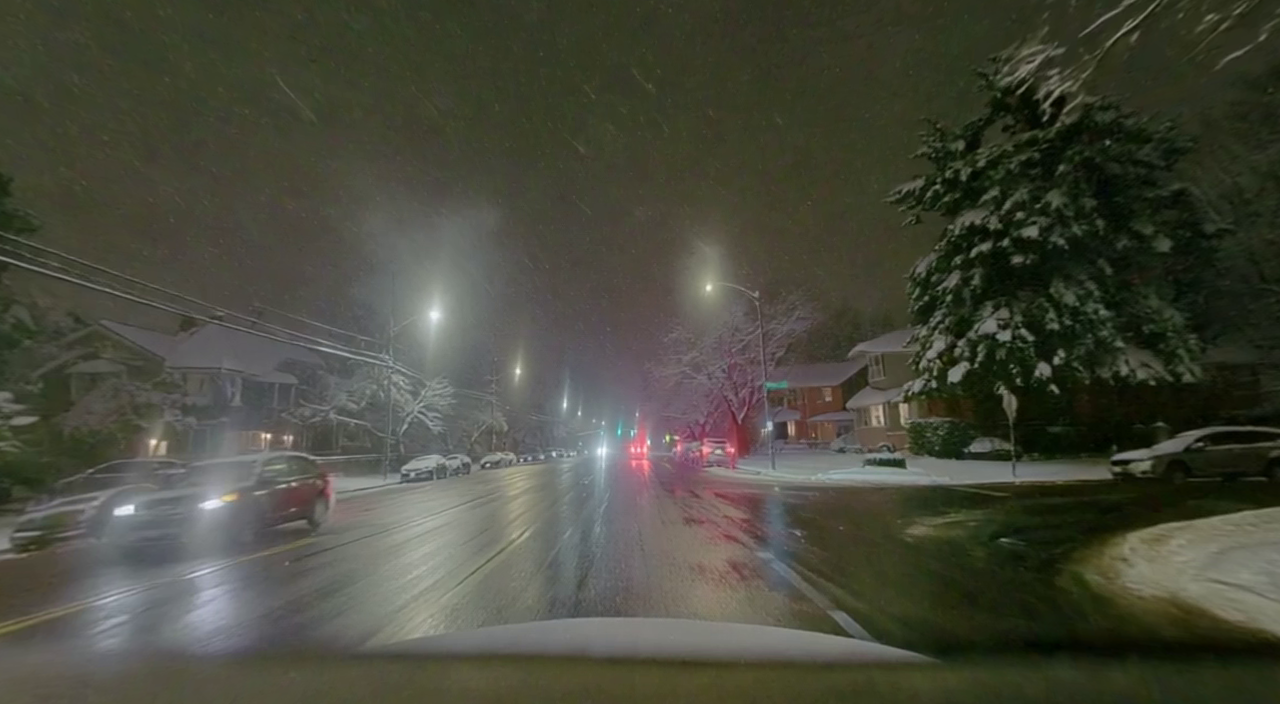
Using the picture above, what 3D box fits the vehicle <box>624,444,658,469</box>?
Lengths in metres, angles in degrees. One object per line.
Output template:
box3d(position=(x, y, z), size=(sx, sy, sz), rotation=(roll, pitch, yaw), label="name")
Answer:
box3d(position=(0.017, 6.435, 39.044), size=(2.022, 1.471, 3.973), rotation=(0, -9, -1), label="vehicle")

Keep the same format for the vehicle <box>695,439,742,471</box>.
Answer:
box3d(position=(4.650, 6.177, 38.124), size=(2.022, 1.799, 5.105), rotation=(0, -9, -2), label="vehicle")

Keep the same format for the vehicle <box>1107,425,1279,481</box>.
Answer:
box3d(position=(18.738, 3.330, 20.962), size=(4.755, 1.733, 2.029), rotation=(0, -9, 1), label="vehicle")

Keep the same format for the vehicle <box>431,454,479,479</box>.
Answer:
box3d(position=(-12.879, 7.983, 44.295), size=(1.880, 1.523, 4.833), rotation=(0, -9, 1), label="vehicle")

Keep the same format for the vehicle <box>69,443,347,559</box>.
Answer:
box3d(position=(-7.409, 2.537, 11.563), size=(1.990, 1.684, 4.347), rotation=(0, -9, 0), label="vehicle")

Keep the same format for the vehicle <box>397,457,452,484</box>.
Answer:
box3d(position=(-13.005, 7.172, 38.403), size=(1.834, 1.467, 4.357), rotation=(0, -9, 0), label="vehicle")
